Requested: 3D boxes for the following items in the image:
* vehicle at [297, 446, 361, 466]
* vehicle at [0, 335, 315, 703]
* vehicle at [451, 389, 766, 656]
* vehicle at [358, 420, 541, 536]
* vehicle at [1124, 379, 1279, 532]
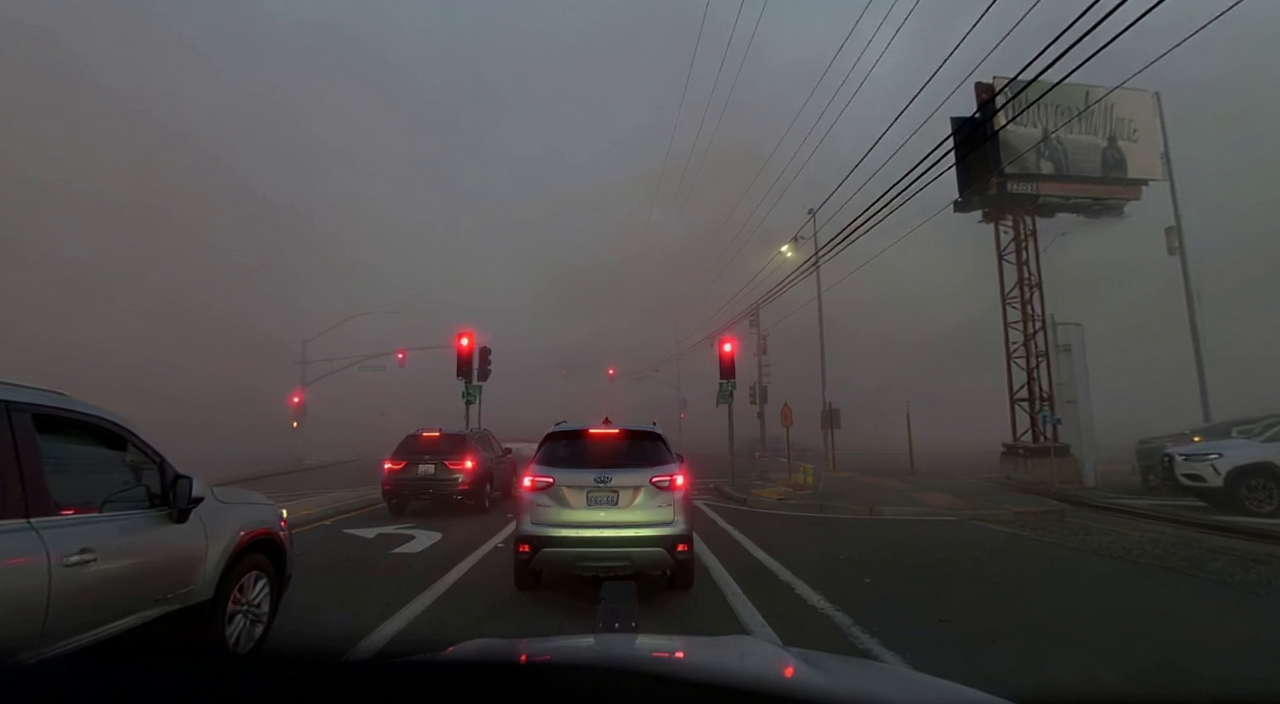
[{"bbox_3d":[-24.201,8.063,49.092,4.357,1.444,1.842,-3,-9,19],"label":"vehicle"},{"bbox_3d":[-3.923,0.863,2.992,2.052,1.814,5.184,0,-9,-1],"label":"vehicle"},{"bbox_3d":[-0.208,1.379,5.997,2.025,1.723,3.644,0,-9,0],"label":"vehicle"},{"bbox_3d":[-3.146,2.182,11.503,1.988,1.678,4.317,0,-9,0],"label":"vehicle"},{"bbox_3d":[9.604,1.320,8.188,5.060,1.702,2.033,1,-9,-4],"label":"vehicle"}]
